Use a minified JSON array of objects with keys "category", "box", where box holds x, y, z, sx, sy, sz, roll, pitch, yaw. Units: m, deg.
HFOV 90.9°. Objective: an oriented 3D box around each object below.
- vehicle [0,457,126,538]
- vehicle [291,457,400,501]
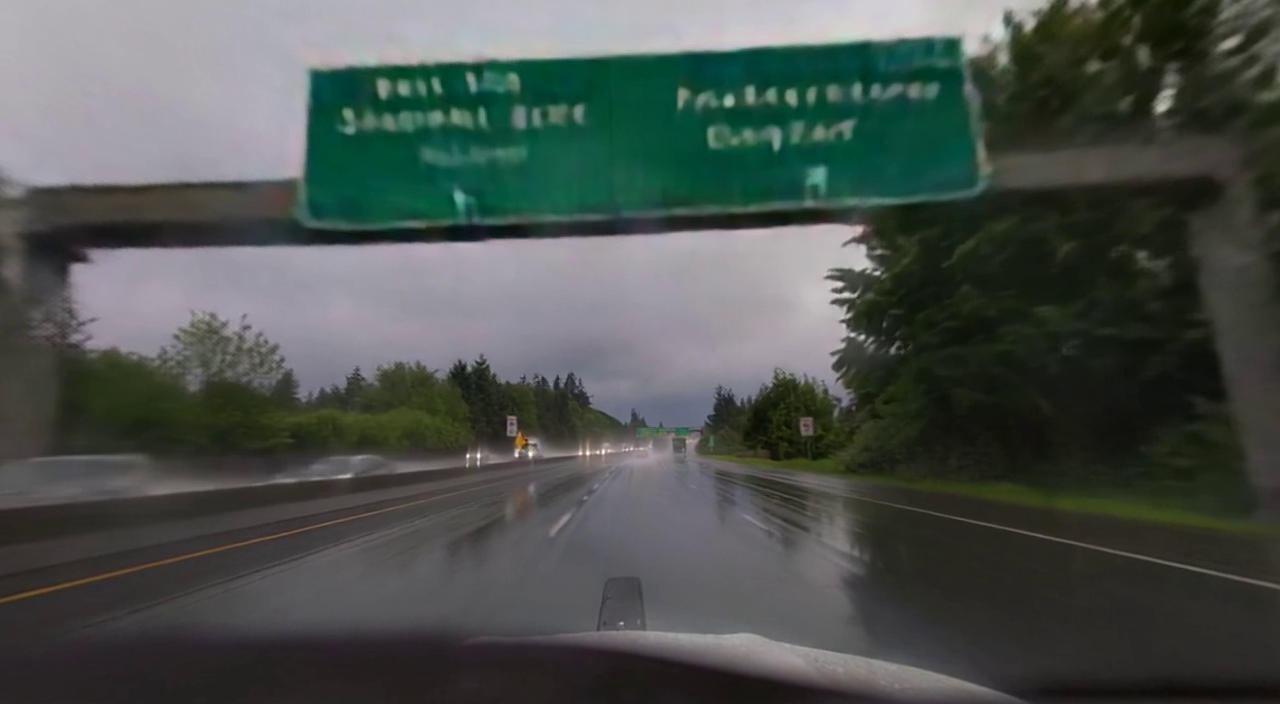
[{"category":"vehicle","box":[-14.572,3.277,14.355,1.983,1.652,4.376,0,-9,0]},{"category":"vehicle","box":[-11.252,4.868,24.527,1.996,1.473,4.598,0,-9,0]}]
